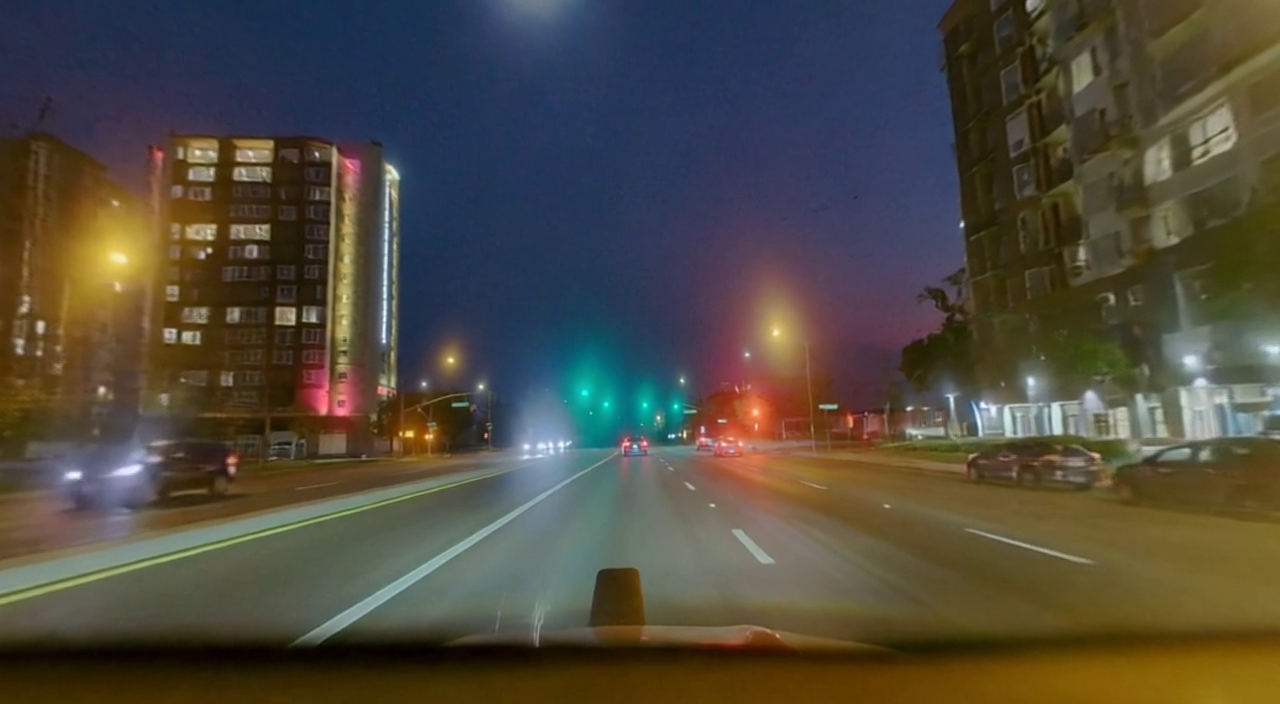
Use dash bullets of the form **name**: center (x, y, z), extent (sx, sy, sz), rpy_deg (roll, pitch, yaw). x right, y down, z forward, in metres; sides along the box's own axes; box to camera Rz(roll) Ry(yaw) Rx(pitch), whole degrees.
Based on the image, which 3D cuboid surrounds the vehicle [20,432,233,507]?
- **vehicle**: center (-13.214, 3.027, 16.749), extent (2.046, 1.682, 4.518), rpy_deg (0, -8, -4)

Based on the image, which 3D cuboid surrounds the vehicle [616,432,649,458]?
- **vehicle**: center (-0.462, 6.078, 41.330), extent (2.032, 1.593, 3.896), rpy_deg (0, -8, 0)

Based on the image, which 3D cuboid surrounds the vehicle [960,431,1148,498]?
- **vehicle**: center (10.352, 2.836, 16.303), extent (1.948, 1.489, 4.276), rpy_deg (0, -8, 0)

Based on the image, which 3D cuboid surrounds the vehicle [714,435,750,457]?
- **vehicle**: center (6.324, 6.539, 43.982), extent (1.768, 1.417, 4.213), rpy_deg (0, -8, -2)

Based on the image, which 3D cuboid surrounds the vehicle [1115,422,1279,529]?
- **vehicle**: center (10.552, 2.020, 10.573), extent (1.905, 1.597, 4.040), rpy_deg (0, -8, -2)
